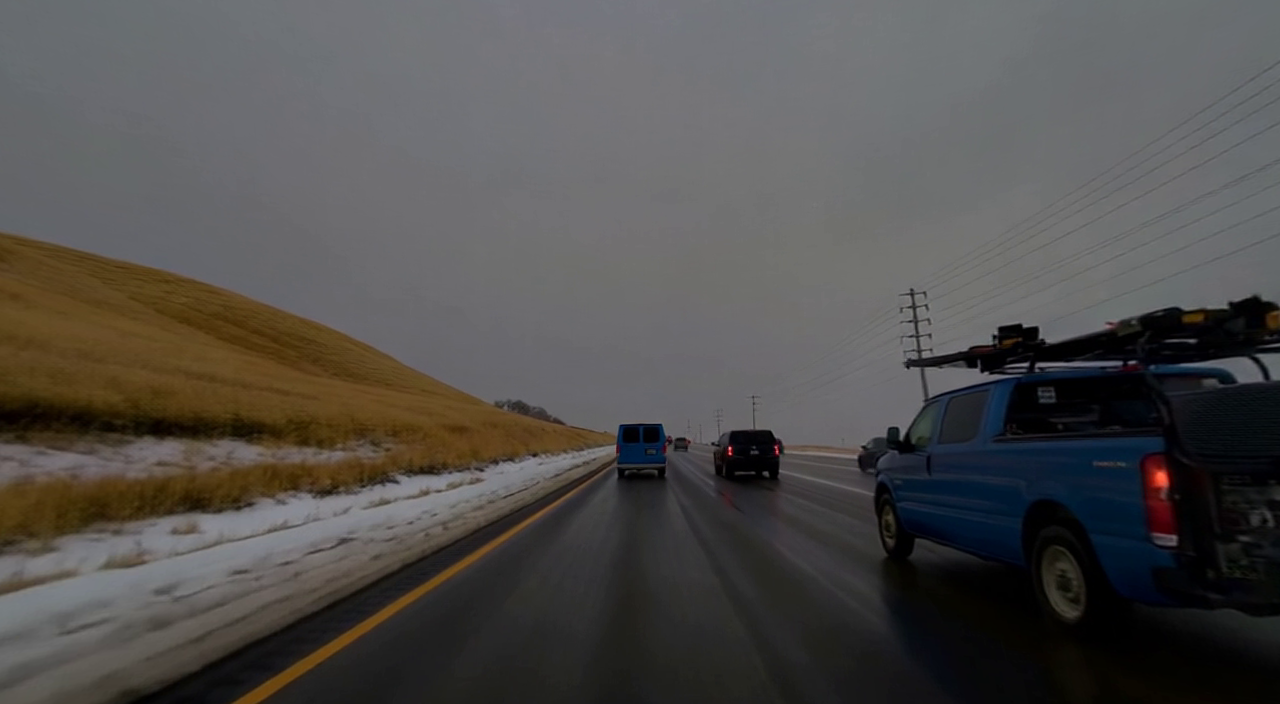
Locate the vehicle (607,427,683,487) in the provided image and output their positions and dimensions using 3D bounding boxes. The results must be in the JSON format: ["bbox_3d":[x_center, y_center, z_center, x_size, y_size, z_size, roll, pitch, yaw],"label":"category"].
[{"bbox_3d":[0.167,3.499,21.300,2.268,1.772,4.523,0,-8,1],"label":"vehicle"}]

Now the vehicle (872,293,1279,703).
[{"bbox_3d":[3.914,0.943,4.029,2.691,1.901,5.744,0,-8,0],"label":"vehicle"}]

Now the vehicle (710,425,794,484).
[{"bbox_3d":[3.764,3.538,22.039,2.139,1.821,4.480,0,-8,0],"label":"vehicle"}]
